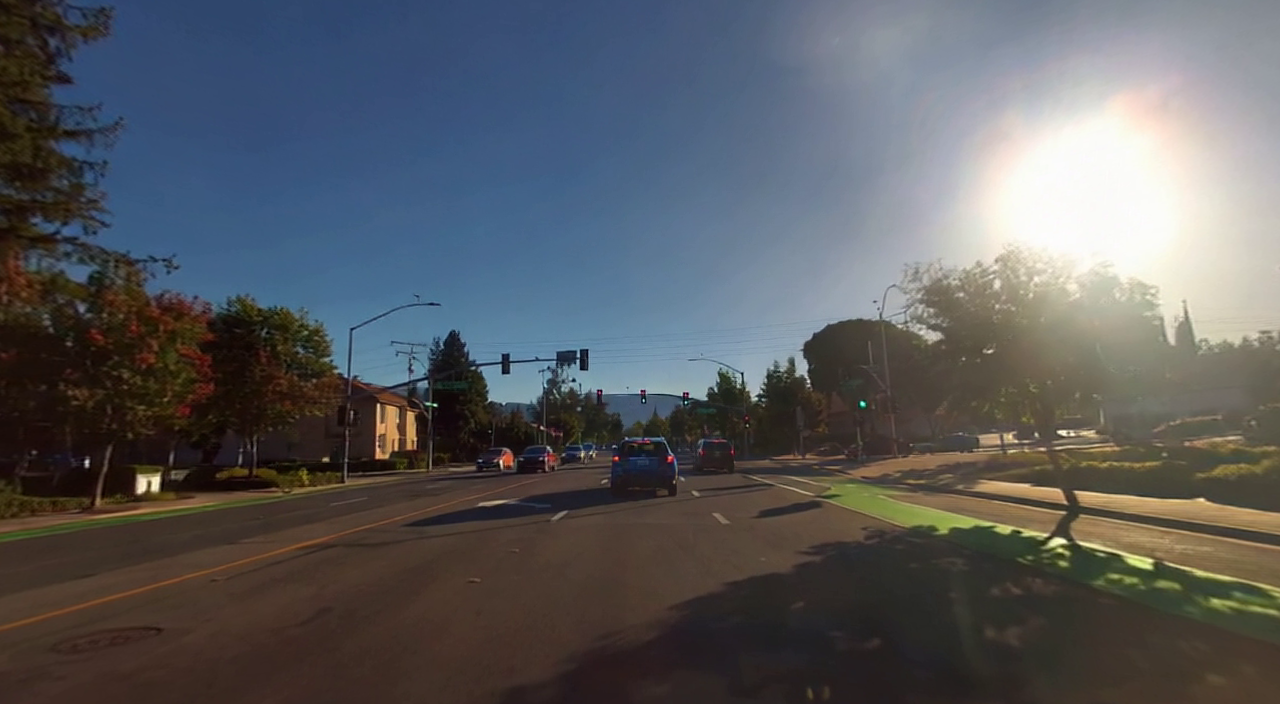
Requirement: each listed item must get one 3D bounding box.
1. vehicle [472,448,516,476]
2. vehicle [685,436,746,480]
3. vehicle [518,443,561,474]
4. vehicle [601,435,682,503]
[{"bbox_3d":[-10.369,7.810,45.028,1.974,1.794,4.580,0,-9,1],"label":"vehicle"},{"bbox_3d":[3.315,4.798,28.708,2.189,1.815,4.495,0,-8,0],"label":"vehicle"},{"bbox_3d":[-6.433,6.826,40.735,1.949,1.891,4.439,0,-9,1],"label":"vehicle"},{"bbox_3d":[0.044,3.360,18.504,2.109,1.730,3.963,0,-9,0],"label":"vehicle"}]
